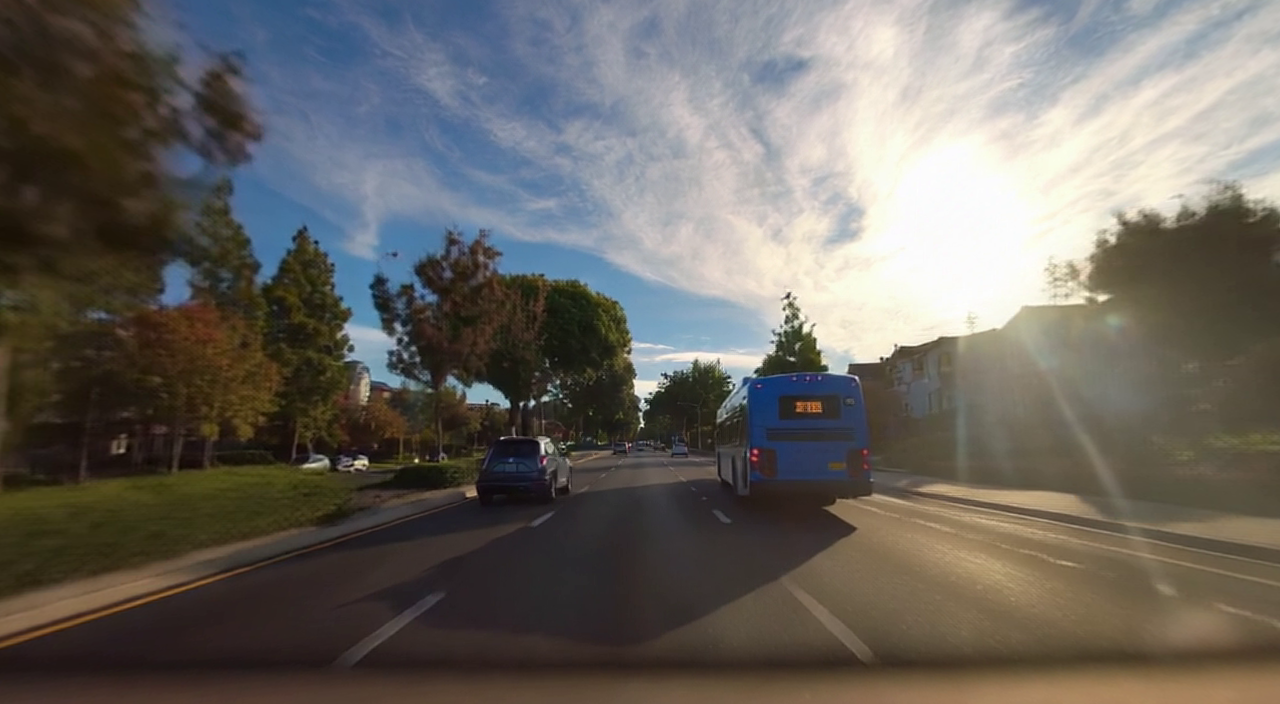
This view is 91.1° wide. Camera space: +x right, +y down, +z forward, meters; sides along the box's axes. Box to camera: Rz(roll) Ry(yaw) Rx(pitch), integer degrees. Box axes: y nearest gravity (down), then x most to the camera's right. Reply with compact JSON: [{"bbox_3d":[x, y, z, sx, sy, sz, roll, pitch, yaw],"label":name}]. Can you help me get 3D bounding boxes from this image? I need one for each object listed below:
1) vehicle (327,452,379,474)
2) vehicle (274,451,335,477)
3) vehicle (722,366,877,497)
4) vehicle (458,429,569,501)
[{"bbox_3d":[-21.973,8.490,48.213,1.797,1.481,4.750,0,-8,-1],"label":"vehicle"},{"bbox_3d":[-22.074,7.372,41.477,1.781,1.553,3.896,0,-8,1],"label":"vehicle"},{"bbox_3d":[4.819,2.910,22.154,3.072,3.278,12.747,-1,-8,4],"label":"vehicle"},{"bbox_3d":[-3.396,3.128,17.764,2.111,1.767,4.333,0,-8,2],"label":"vehicle"}]
